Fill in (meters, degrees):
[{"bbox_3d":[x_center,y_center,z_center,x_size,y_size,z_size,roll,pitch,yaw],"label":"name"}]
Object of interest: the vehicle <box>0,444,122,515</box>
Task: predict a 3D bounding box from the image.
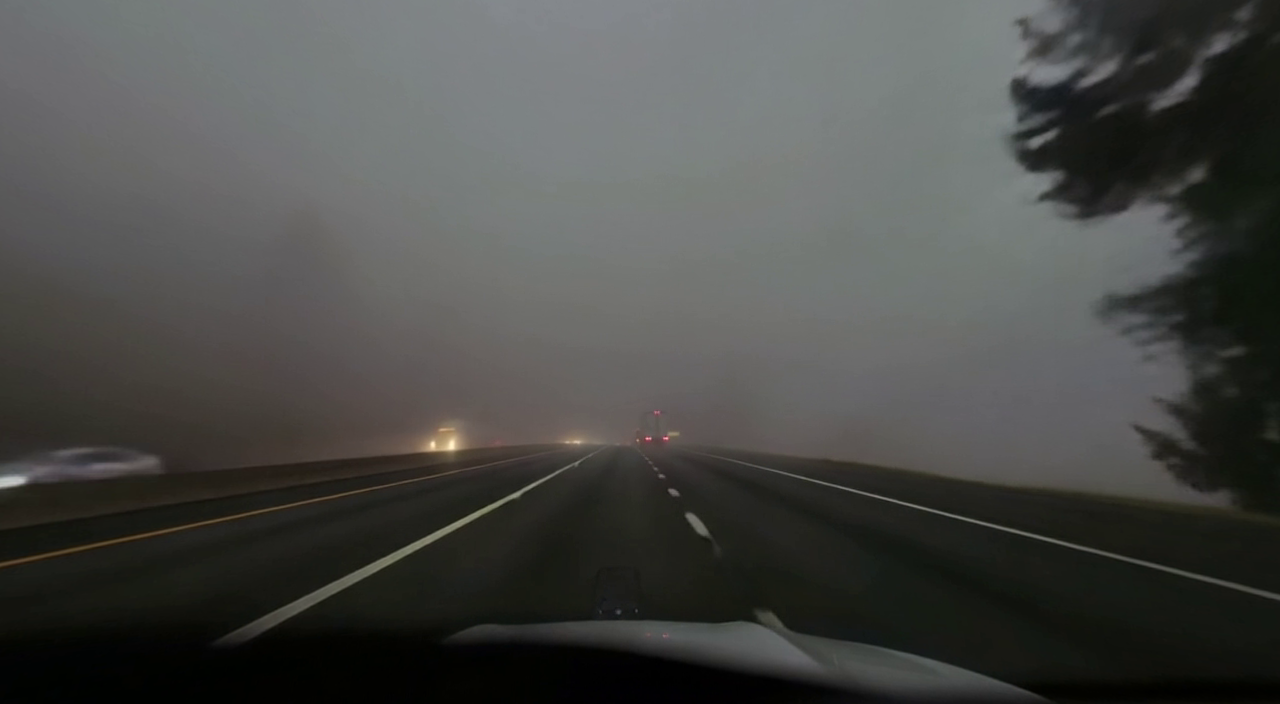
[{"bbox_3d":[-15.316,3.040,15.207,1.868,1.545,4.366,0,-8,-1],"label":"vehicle"}]
